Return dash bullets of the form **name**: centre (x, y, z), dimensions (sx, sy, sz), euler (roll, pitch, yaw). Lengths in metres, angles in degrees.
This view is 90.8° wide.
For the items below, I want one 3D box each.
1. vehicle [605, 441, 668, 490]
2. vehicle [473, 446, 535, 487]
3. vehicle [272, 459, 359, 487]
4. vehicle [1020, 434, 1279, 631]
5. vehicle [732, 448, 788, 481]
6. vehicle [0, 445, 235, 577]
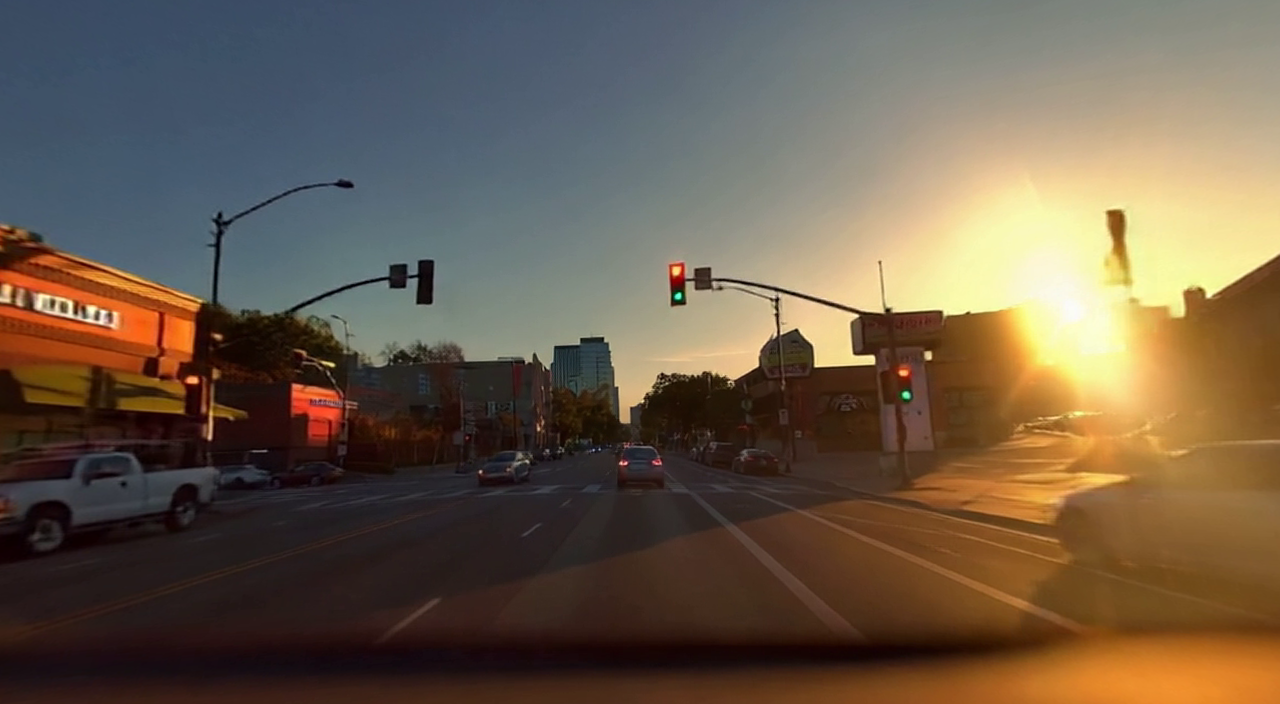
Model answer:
- **vehicle**: centre (-0.108, 4.047, 22.952), dimensions (2.086, 1.575, 4.205), euler (0, -8, 0)
- **vehicle**: centre (-6.148, 5.192, 29.034), dimensions (1.918, 1.679, 4.209), euler (0, -9, 0)
- **vehicle**: centre (-19.986, 7.501, 39.028), dimensions (4.212, 1.641, 1.935), euler (-1, -13, 2)
- **vehicle**: centre (5.719, 1.494, 5.674), dimensions (1.824, 1.466, 4.345), euler (0, -9, -1)
- **vehicle**: centre (5.914, 5.585, 31.699), dimensions (1.859, 1.470, 4.476), euler (0, -8, -1)
- **vehicle**: centre (-11.181, 2.913, 12.644), dimensions (2.240, 2.052, 5.872), euler (0, -8, 0)
